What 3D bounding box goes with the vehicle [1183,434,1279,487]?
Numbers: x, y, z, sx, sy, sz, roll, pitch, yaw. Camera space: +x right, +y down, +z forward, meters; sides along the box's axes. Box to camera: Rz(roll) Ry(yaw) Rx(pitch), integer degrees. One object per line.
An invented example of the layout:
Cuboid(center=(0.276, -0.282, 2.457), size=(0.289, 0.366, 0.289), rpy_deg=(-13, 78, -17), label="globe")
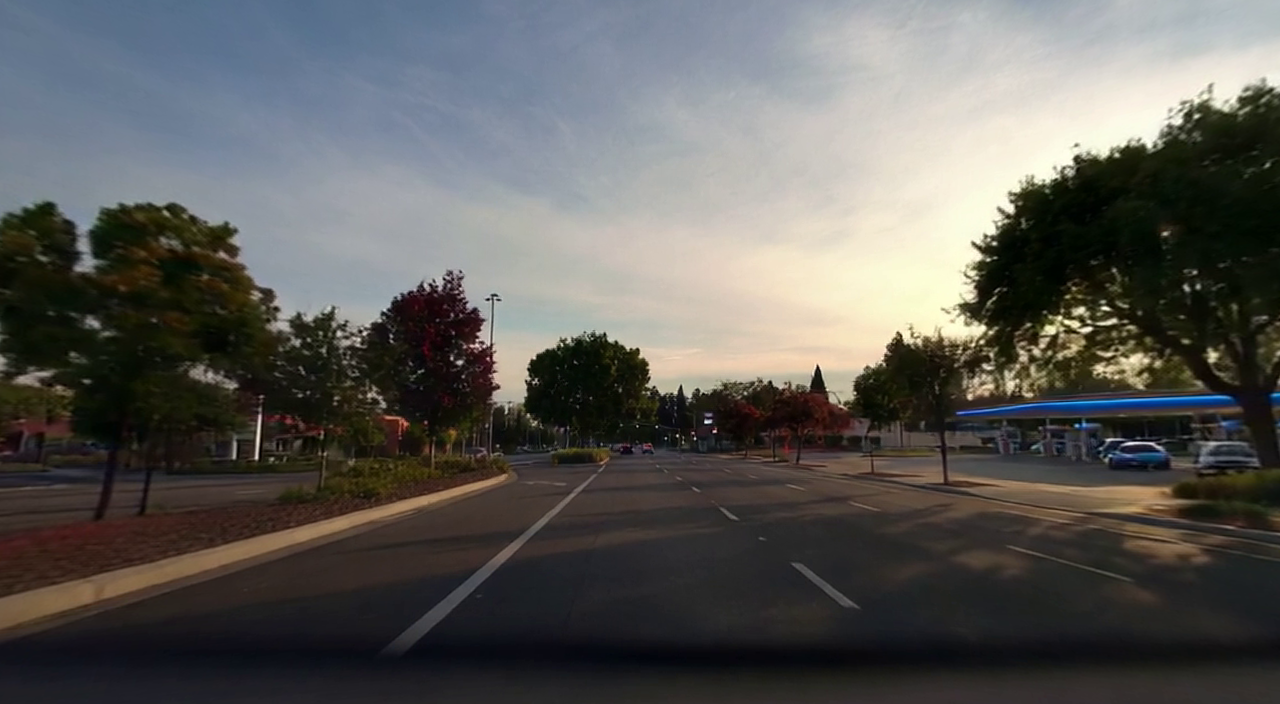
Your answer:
Cuboid(center=(21.506, 3.754, 22.049), size=(3.442, 1.599, 1.613), rpy_deg=(-3, -10, -2), label="vehicle")
